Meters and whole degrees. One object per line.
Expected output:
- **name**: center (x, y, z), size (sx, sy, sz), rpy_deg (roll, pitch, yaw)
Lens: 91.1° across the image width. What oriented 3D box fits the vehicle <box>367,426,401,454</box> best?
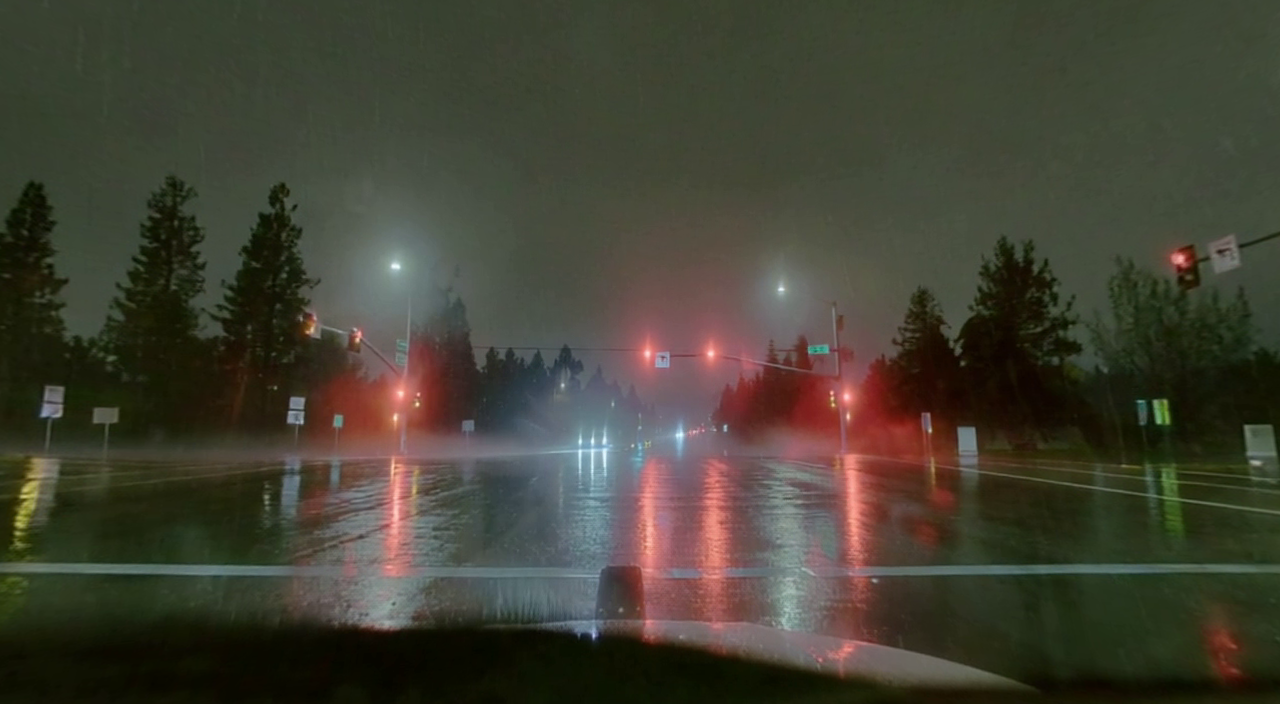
- **vehicle**: center (-19.956, 6.849, 48.883), size (1.873, 2.079, 2.879), rpy_deg (5, -10, -33)
